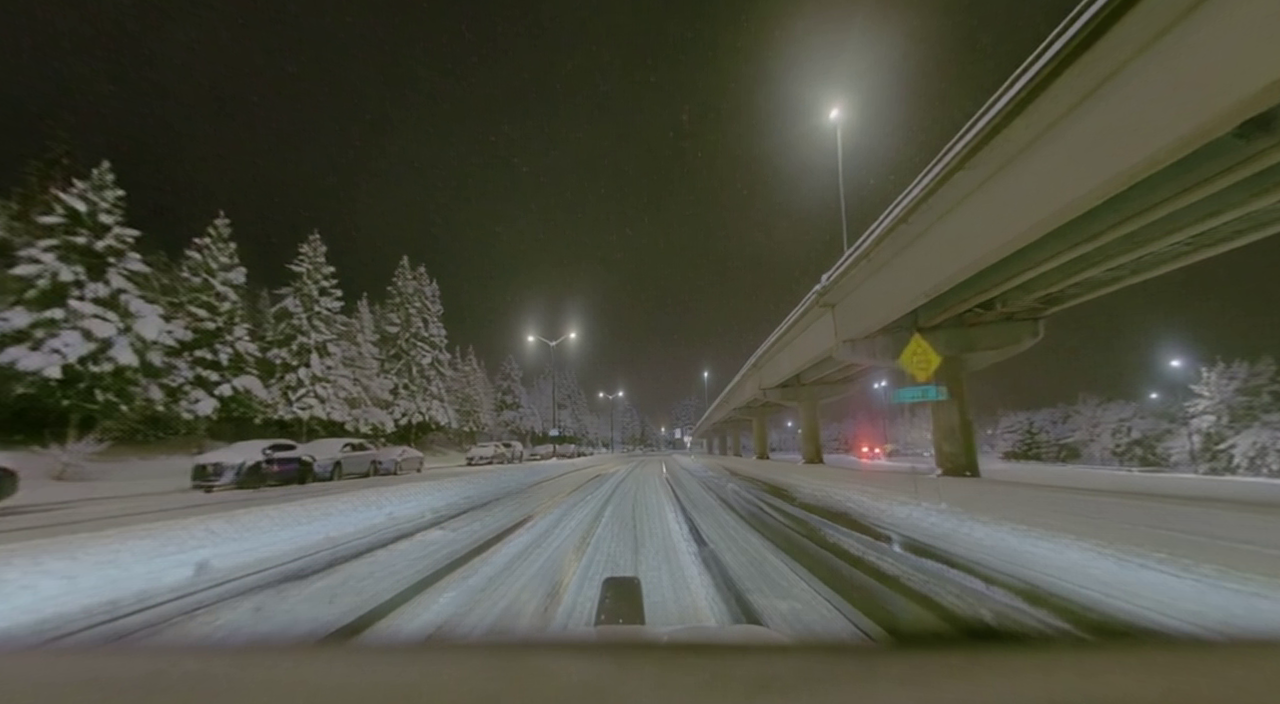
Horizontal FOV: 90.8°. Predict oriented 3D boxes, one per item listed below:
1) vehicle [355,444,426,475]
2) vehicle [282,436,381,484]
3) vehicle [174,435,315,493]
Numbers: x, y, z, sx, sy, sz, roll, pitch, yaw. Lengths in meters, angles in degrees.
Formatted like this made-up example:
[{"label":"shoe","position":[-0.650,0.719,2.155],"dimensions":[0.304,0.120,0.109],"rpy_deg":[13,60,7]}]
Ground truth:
[{"label":"vehicle","position":[-13.134,5.736,33.603],"dimensions":[1.847,1.498,4.368],"rpy_deg":[1,-10,2]},{"label":"vehicle","position":[-13.287,4.644,27.529],"dimensions":[1.886,1.801,4.337],"rpy_deg":[2,-8,3]},{"label":"vehicle","position":[-13.209,3.755,21.488],"dimensions":[1.903,1.703,4.346],"rpy_deg":[2,-9,1]}]
